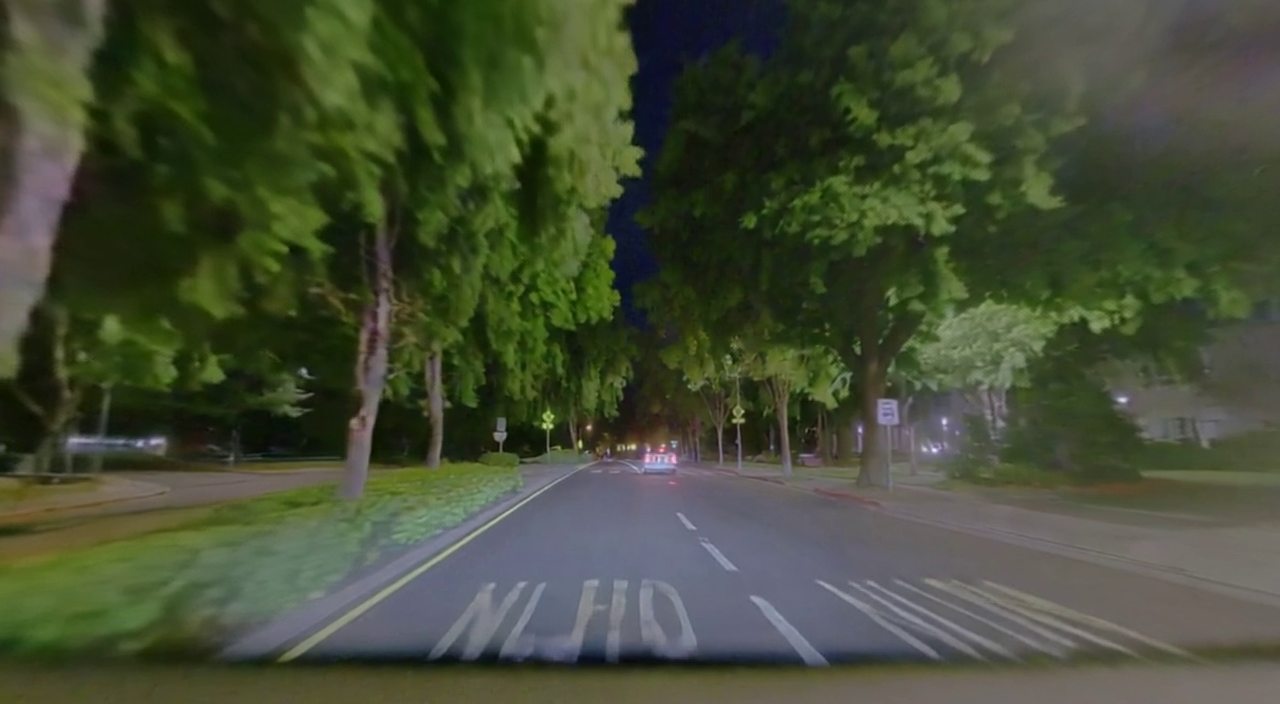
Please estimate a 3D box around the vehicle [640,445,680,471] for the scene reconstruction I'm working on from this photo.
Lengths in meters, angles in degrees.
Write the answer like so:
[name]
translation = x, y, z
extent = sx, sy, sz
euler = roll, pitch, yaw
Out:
[vehicle]
translation = 1.193, 6.589, 39.303
extent = 2.142, 1.501, 4.273
euler = 1, -9, -3
